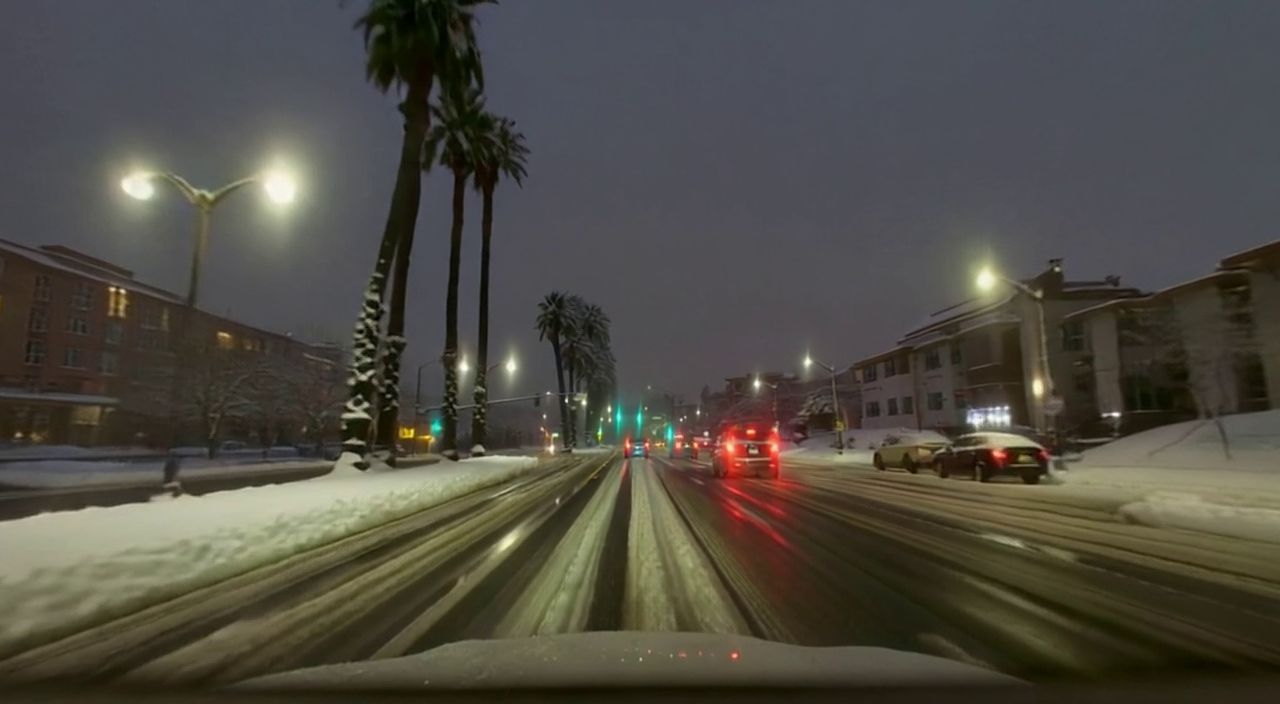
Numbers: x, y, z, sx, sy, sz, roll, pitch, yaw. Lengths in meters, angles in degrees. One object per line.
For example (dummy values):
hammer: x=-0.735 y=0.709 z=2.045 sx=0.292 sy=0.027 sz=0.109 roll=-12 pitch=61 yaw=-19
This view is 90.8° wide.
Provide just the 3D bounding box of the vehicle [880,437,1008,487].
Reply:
vehicle: x=9.840 y=3.586 z=20.925 sx=1.871 sy=1.465 sz=4.395 roll=0 pitch=-9 yaw=-3

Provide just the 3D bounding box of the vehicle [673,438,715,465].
vehicle: x=3.203 y=6.000 z=38.251 sx=2.010 sy=1.509 sz=4.377 roll=0 pitch=-9 yaw=-2

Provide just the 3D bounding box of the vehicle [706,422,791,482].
vehicle: x=3.757 y=3.584 z=22.838 sx=2.104 sy=1.910 sz=4.693 roll=0 pitch=-9 yaw=-2

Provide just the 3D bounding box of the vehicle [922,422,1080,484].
vehicle: x=12.719 y=3.625 z=22.850 sx=2.157 sy=1.937 sz=5.386 roll=0 pitch=-9 yaw=-5
